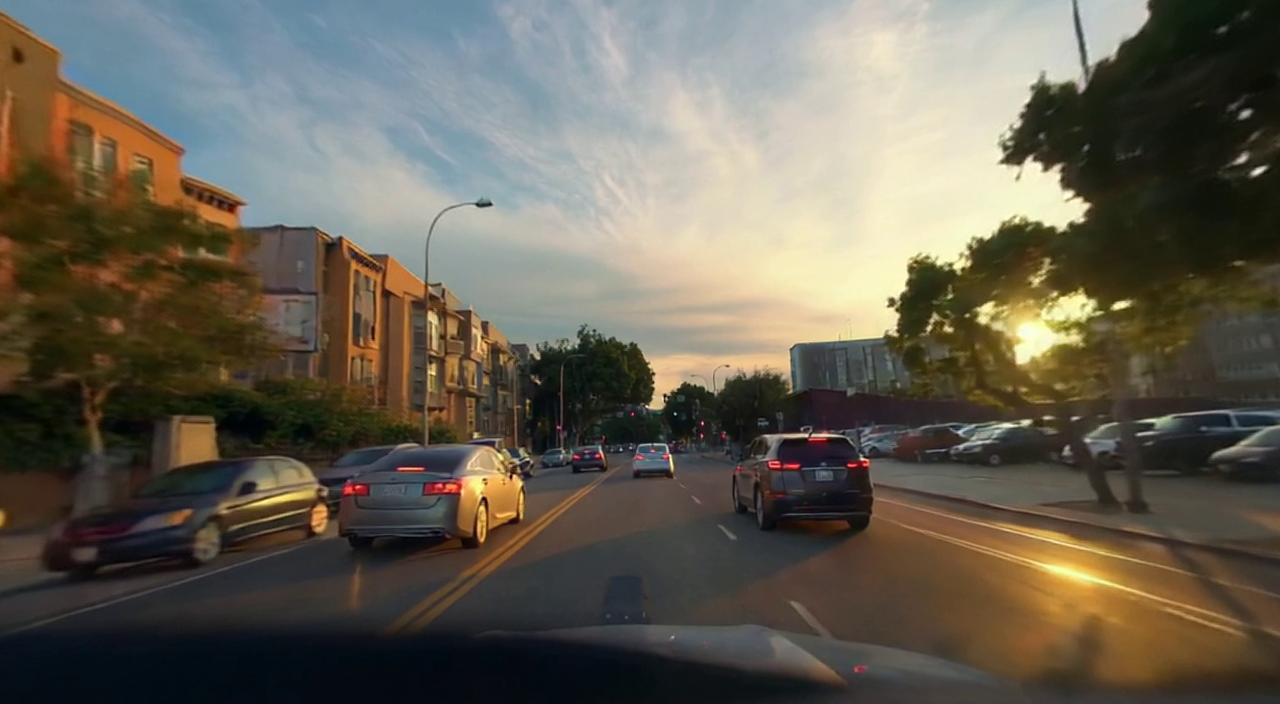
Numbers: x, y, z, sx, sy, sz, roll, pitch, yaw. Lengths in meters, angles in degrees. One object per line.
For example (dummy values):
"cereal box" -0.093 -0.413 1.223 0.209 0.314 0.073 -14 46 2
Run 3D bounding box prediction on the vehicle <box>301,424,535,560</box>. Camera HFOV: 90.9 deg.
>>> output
"vehicle" -3.031 2.000 9.692 2.085 1.619 3.976 -1 -8 1

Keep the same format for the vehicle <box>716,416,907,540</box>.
"vehicle" 2.683 2.104 11.116 2.094 1.709 4.394 -1 -8 0

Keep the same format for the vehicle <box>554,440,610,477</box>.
"vehicle" -2.551 4.853 28.927 2.019 1.507 4.643 -1 -8 2

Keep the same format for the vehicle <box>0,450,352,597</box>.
"vehicle" -5.727 2.018 8.315 1.920 1.387 4.056 -1 -8 0

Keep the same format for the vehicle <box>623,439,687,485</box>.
"vehicle" 0.510 3.988 23.182 2.139 1.466 4.373 -1 -8 0
